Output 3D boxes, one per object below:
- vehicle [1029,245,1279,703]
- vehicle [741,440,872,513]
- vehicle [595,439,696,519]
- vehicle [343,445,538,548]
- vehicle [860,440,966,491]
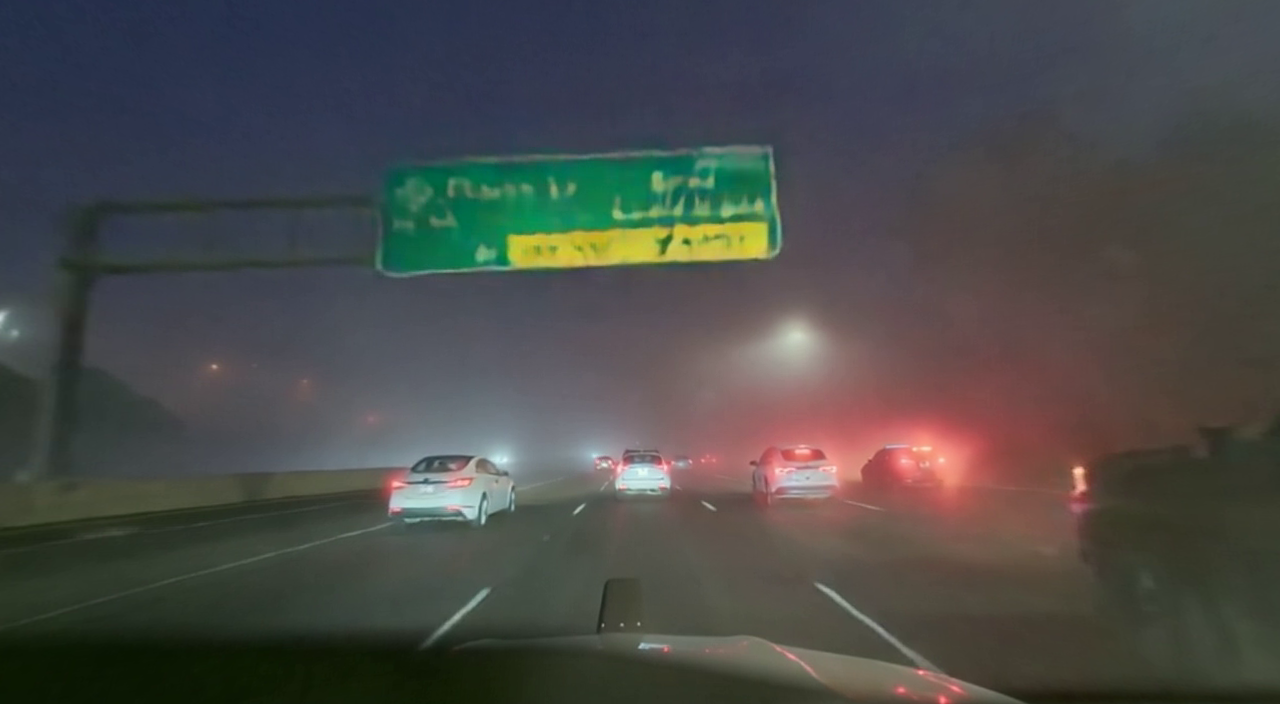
[{"bbox_3d":[3.909,0.403,1.045,2.732,2.065,5.826,0,-9,0],"label":"vehicle"},{"bbox_3d":[4.145,3.168,16.502,2.210,1.625,4.249,0,-9,-1],"label":"vehicle"},{"bbox_3d":[0.130,2.956,15.198,2.099,1.640,4.134,0,-9,1],"label":"vehicle"},{"bbox_3d":[-3.349,2.497,11.697,2.011,1.510,4.698,0,-9,1],"label":"vehicle"},{"bbox_3d":[10.566,4.406,24.749,2.133,1.770,4.537,0,-9,0],"label":"vehicle"}]
